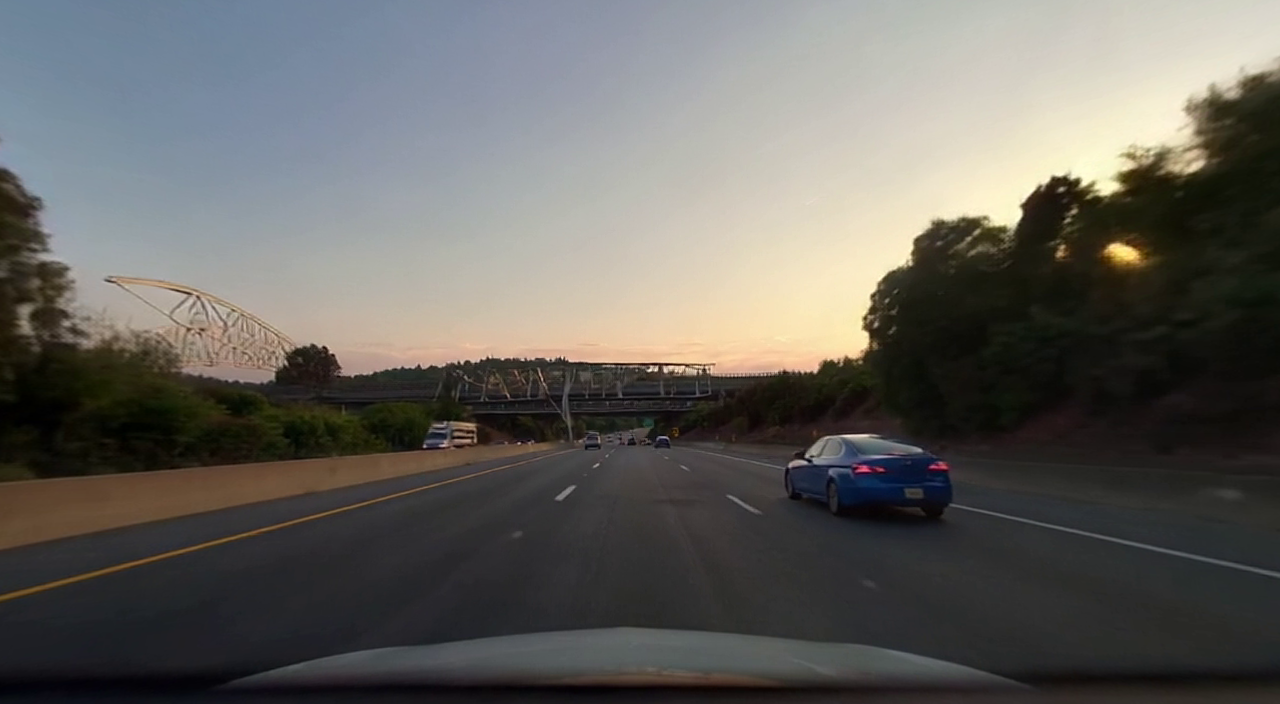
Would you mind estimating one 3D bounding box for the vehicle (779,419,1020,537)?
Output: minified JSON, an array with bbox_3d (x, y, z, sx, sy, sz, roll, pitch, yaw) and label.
[{"bbox_3d":[3.911,1.956,10.516,2.031,1.531,4.365,0,-8,-2],"label":"vehicle"}]
